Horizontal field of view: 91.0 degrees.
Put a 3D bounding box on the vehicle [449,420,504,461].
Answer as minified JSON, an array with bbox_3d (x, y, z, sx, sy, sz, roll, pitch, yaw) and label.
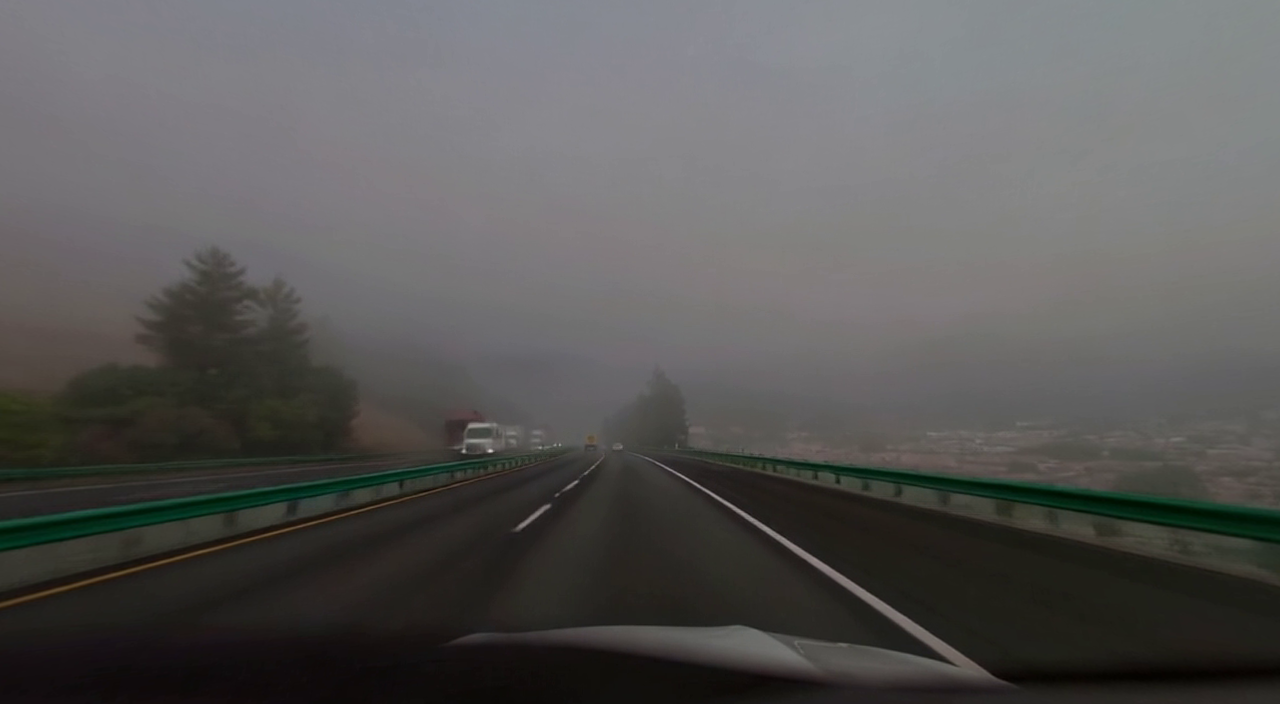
[{"bbox_3d":[-12.060,6.585,46.984,2.498,2.794,6.249,-1,-8,0],"label":"vehicle"}]
